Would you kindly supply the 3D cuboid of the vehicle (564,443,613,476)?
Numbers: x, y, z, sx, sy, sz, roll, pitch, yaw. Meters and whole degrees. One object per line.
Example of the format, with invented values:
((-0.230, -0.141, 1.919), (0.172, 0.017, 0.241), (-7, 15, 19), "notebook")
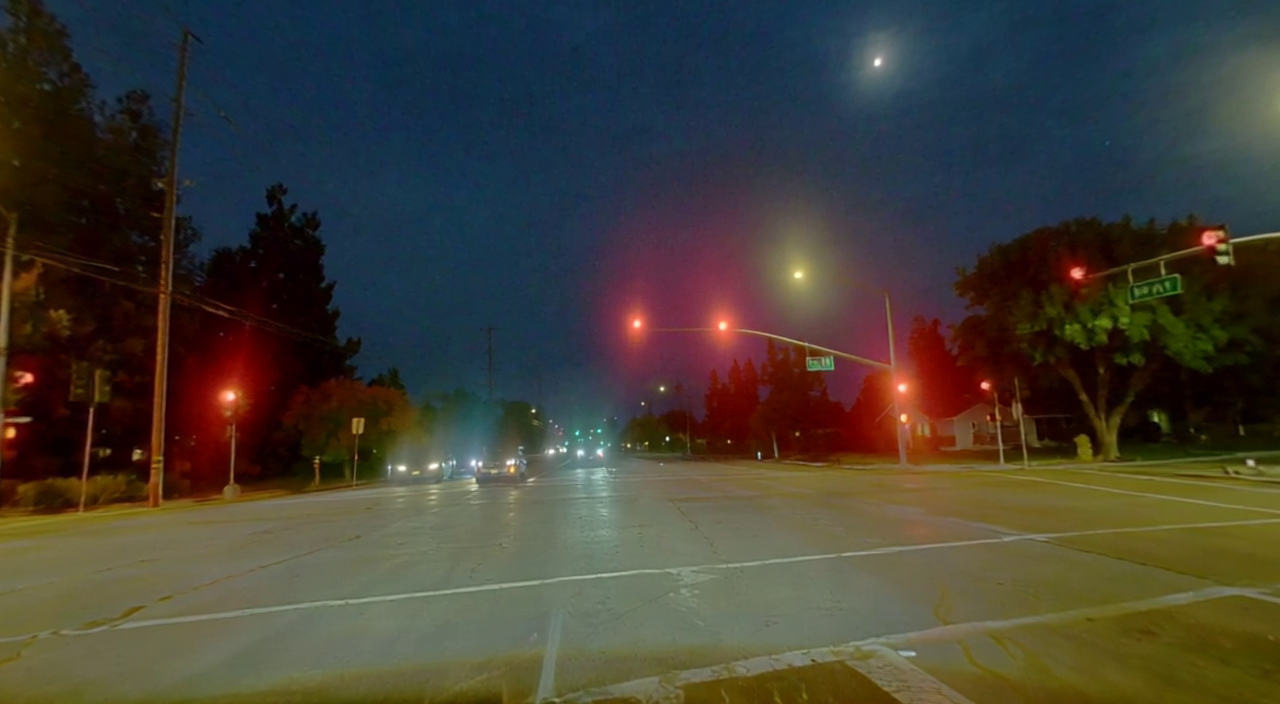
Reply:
((-2.419, 5.215, 30.925), (2.174, 1.477, 4.805), (0, -9, -2), "vehicle")

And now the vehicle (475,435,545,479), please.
((-6.400, 5.226, 31.763), (2.479, 1.977, 5.254), (0, -9, -1), "vehicle")

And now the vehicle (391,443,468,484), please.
((-10.173, 5.390, 30.983), (2.241, 1.819, 4.690), (0, -9, -1), "vehicle")
